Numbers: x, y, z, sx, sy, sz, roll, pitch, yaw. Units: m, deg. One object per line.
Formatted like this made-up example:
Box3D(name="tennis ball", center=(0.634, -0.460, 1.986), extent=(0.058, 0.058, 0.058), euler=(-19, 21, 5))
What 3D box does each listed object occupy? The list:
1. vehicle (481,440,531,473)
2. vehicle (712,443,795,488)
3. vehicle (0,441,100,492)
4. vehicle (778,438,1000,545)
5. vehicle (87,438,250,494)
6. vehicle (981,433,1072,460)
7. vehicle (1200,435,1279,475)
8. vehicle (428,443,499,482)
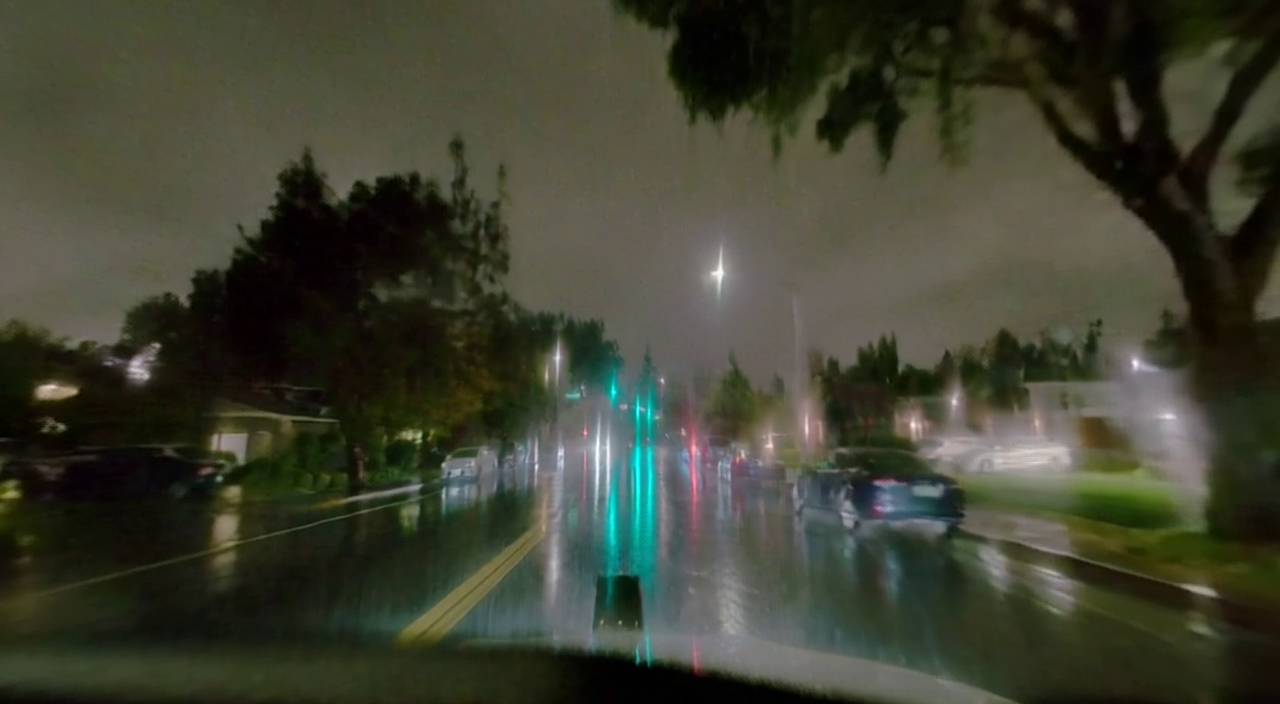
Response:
Box3D(name="vehicle", center=(-7.550, 5.935, 35.908), extent=(1.994, 1.718, 4.518), euler=(0, -8, -1))
Box3D(name="vehicle", center=(3.904, 3.969, 22.409), extent=(2.036, 1.405, 4.312), euler=(0, -8, -1))
Box3D(name="vehicle", center=(-20.094, 3.623, 19.842), extent=(1.880, 1.510, 4.758), euler=(-2, -10, 0))
Box3D(name="vehicle", center=(4.005, 2.307, 11.214), extent=(2.005, 1.466, 4.767), euler=(0, -8, 0))
Box3D(name="vehicle", center=(-14.189, 3.435, 19.270), extent=(1.921, 1.518, 3.799), euler=(0, -9, 2))
Box3D(name="vehicle", center=(25.615, 6.283, 41.823), extent=(4.572, 1.771, 2.081), euler=(0, -9, 1))
Box3D(name="vehicle", center=(25.745, 4.169, 25.602), extent=(3.778, 1.560, 2.141), euler=(0, -8, 0))
Box3D(name="vehicle", center=(-7.555, 4.756, 27.314), extent=(1.976, 1.554, 3.654), euler=(0, -8, 1))
